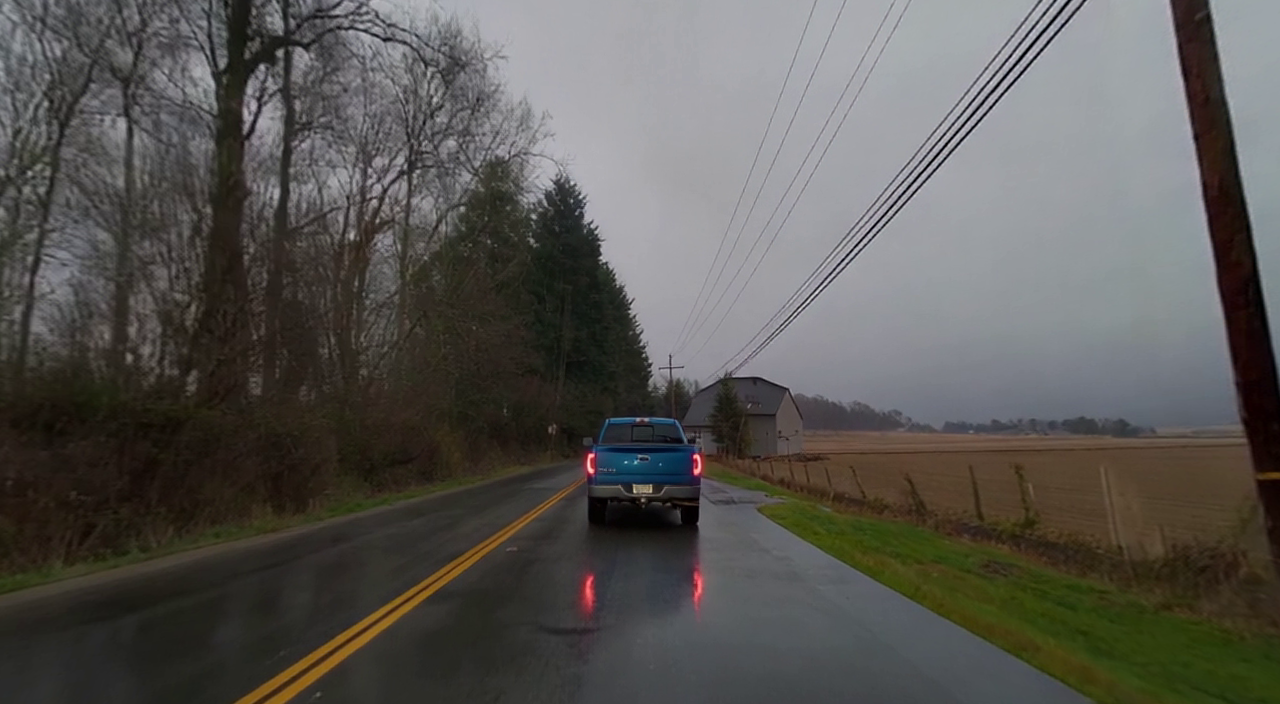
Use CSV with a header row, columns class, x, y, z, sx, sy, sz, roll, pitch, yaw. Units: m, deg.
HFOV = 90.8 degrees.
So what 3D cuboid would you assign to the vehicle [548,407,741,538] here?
class,x,y,z,sx,sy,sz,roll,pitch,yaw
vehicle,0.018,2.178,12.128,2.774,1.861,5.885,0,-8,-1
